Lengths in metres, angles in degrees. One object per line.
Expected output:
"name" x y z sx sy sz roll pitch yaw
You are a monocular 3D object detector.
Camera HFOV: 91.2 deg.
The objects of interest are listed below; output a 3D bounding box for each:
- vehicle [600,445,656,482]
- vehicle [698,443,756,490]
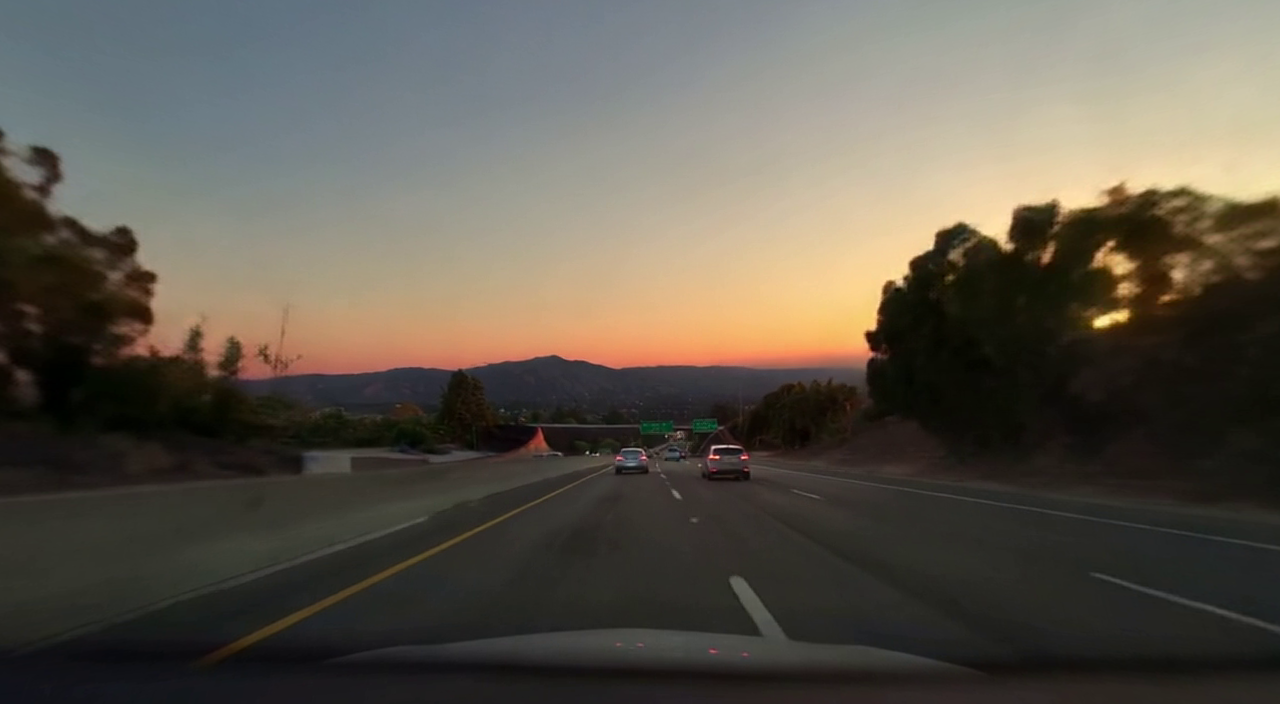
"vehicle" -0.490 5.178 29.361 2.084 1.594 4.219 -1 -9 6
"vehicle" 3.248 4.274 23.771 1.969 1.595 3.964 -1 -9 6
